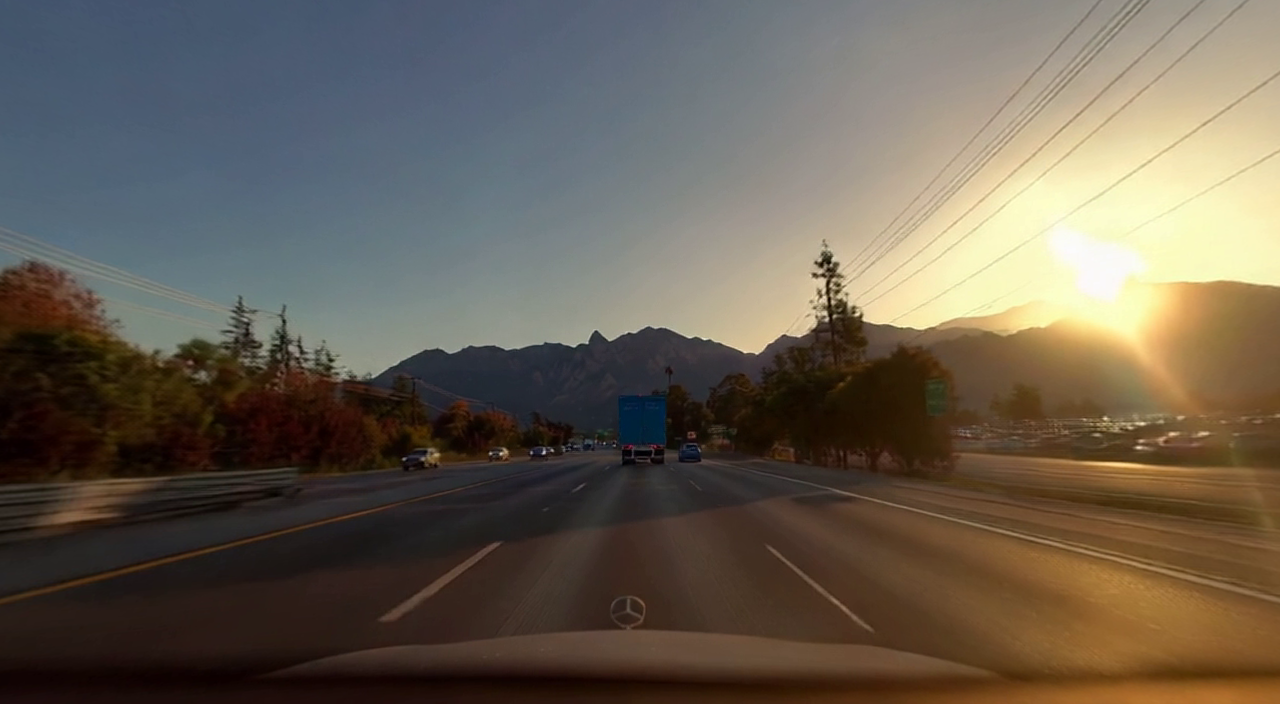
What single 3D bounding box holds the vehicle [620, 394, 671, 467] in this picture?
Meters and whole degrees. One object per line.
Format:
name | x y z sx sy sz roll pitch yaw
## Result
vehicle | 0.249 5.333 41.769 2.919 4.101 11.541 0 -9 -1
